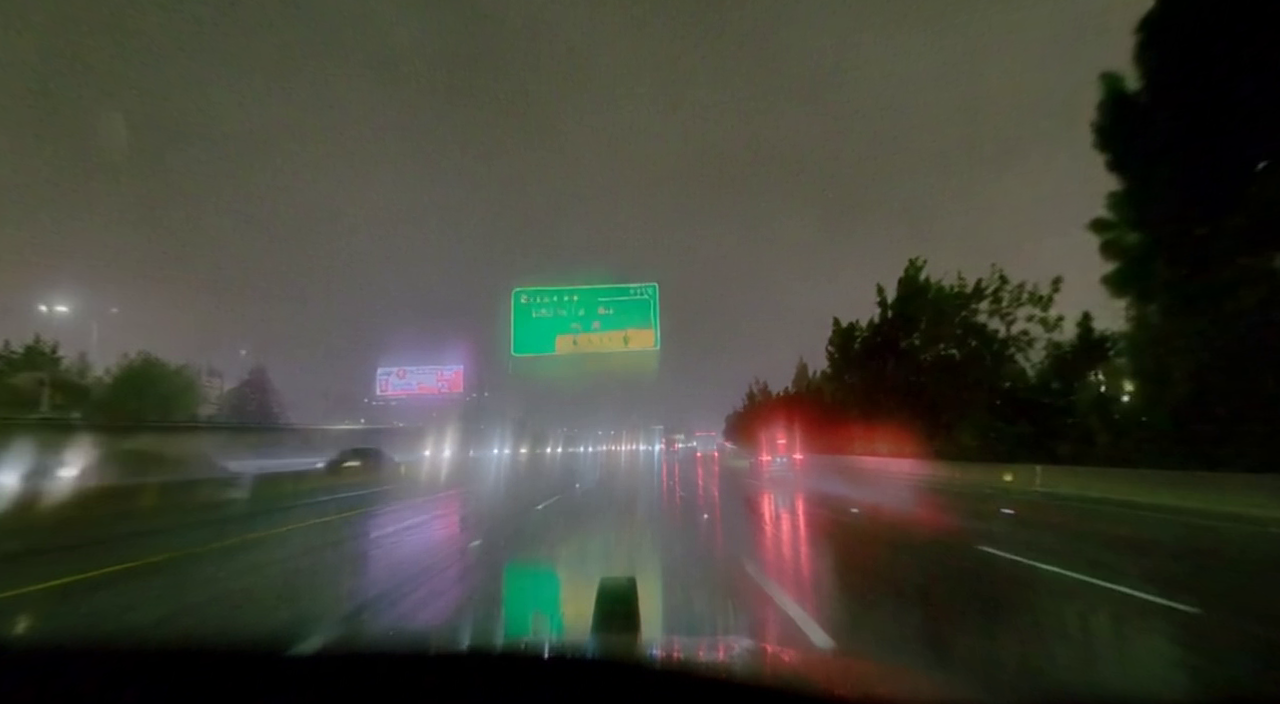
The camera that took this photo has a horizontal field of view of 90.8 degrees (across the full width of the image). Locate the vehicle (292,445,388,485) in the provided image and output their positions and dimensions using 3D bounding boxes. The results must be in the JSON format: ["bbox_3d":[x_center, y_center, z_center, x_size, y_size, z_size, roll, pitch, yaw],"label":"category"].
[{"bbox_3d":[-12.188,4.586,25.986,1.880,1.469,4.087,0,-9,1],"label":"vehicle"}]

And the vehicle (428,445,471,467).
[{"bbox_3d":[-14.968,8.181,49.874,1.867,1.588,4.237,-1,-9,2],"label":"vehicle"}]
